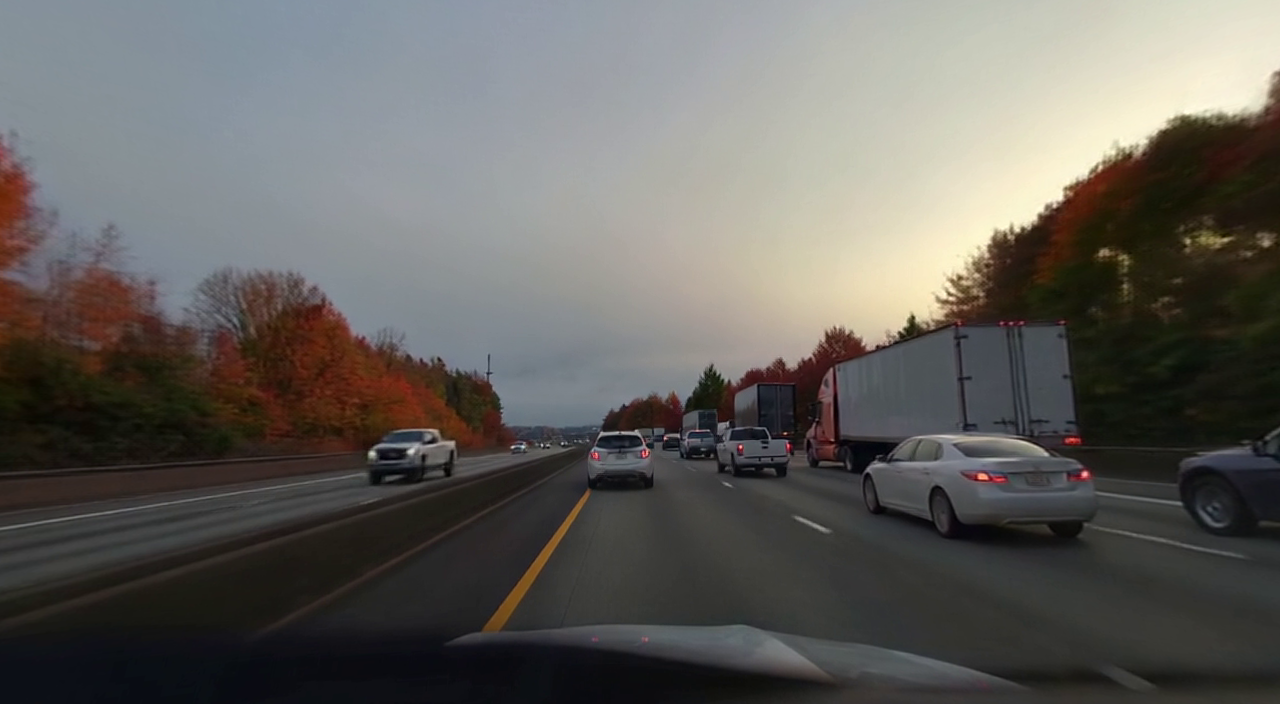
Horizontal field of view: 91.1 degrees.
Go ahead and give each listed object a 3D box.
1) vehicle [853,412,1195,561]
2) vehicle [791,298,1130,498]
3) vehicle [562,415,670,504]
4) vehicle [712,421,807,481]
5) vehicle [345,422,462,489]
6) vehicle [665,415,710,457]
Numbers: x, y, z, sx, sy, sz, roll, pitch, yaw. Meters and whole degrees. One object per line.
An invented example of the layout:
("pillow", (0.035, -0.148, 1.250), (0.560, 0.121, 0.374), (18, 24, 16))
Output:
("vehicle", (4.674, 1.660, 8.585), (2.040, 1.523, 4.068), (0, -8, -1))
("vehicle", (8.222, 1.851, 19.948), (2.908, 4.099, 14.103), (0, -8, -2))
("vehicle", (-0.478, 2.384, 14.455), (2.087, 1.709, 4.455), (0, -8, -1))
("vehicle", (3.650, 3.097, 20.042), (2.147, 1.707, 3.963), (0, -8, -2))
("vehicle", (-8.059, 3.555, 22.071), (2.203, 2.043, 5.050), (0, -8, -1))
("vehicle", (3.137, 5.720, 42.941), (2.395, 2.656, 6.037), (0, -8, -1))
